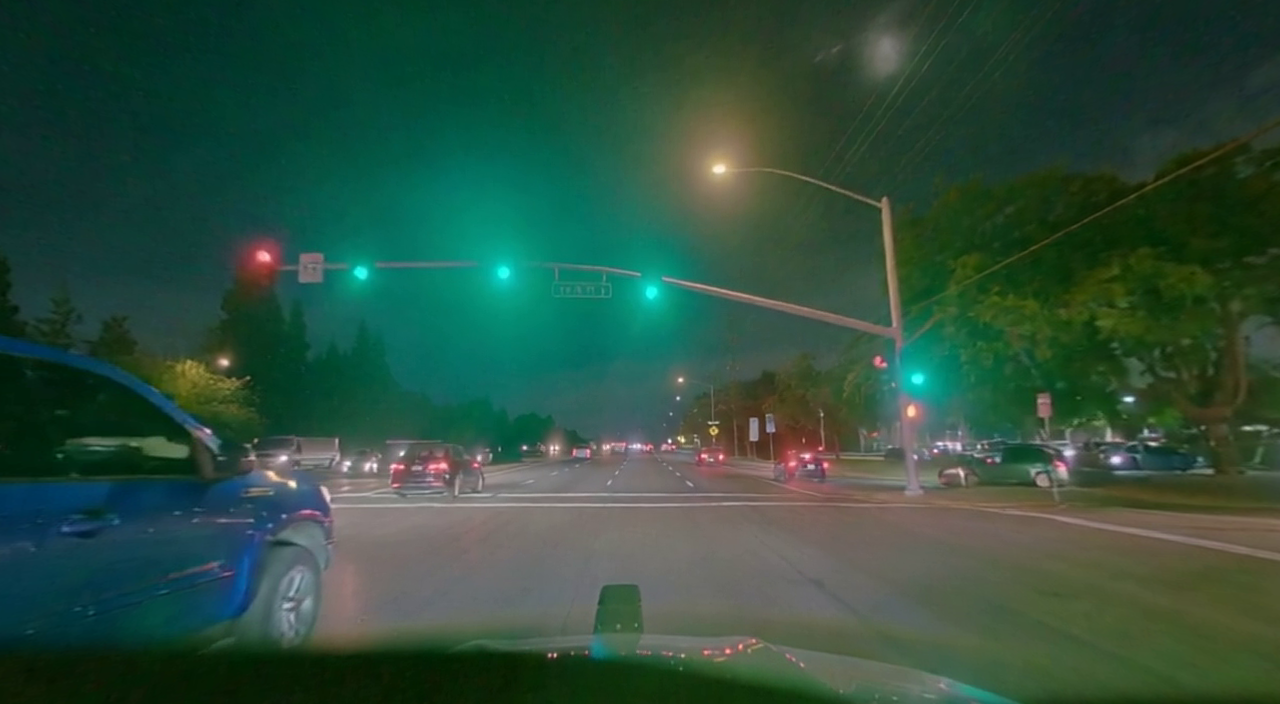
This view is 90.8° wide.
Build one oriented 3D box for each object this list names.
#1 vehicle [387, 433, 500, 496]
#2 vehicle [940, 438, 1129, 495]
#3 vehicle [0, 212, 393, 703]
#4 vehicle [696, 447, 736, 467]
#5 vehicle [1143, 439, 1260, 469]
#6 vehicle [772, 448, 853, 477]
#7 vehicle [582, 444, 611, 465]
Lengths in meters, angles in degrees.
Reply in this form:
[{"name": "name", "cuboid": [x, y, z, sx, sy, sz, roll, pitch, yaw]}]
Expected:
[{"name": "vehicle", "cuboid": [-6.374, 3.708, 21.177, 2.169, 1.865, 4.739, 0, -9, 1]}, {"name": "vehicle", "cuboid": [13.582, 3.904, 22.012, 5.106, 1.735, 2.150, -8, -12, 44]}, {"name": "vehicle", "cuboid": [-3.126, 0.561, 1.656, 2.467, 1.991, 6.089, 0, -9, 0]}, {"name": "vehicle", "cuboid": [5.771, 8.020, 48.559, 2.071, 1.435, 4.226, 1, -9, -6]}, {"name": "vehicle", "cuboid": [32.481, 5.918, 36.741, 1.833, 1.587, 4.653, 3, -9, -21]}, {"name": "vehicle", "cuboid": [9.244, 5.954, 34.238, 1.840, 1.428, 4.602, 3, -9, -20]}, {"name": "vehicle", "cuboid": [-3.315, 7.954, 49.114, 2.002, 1.494, 4.322, 0, -9, 0]}]
